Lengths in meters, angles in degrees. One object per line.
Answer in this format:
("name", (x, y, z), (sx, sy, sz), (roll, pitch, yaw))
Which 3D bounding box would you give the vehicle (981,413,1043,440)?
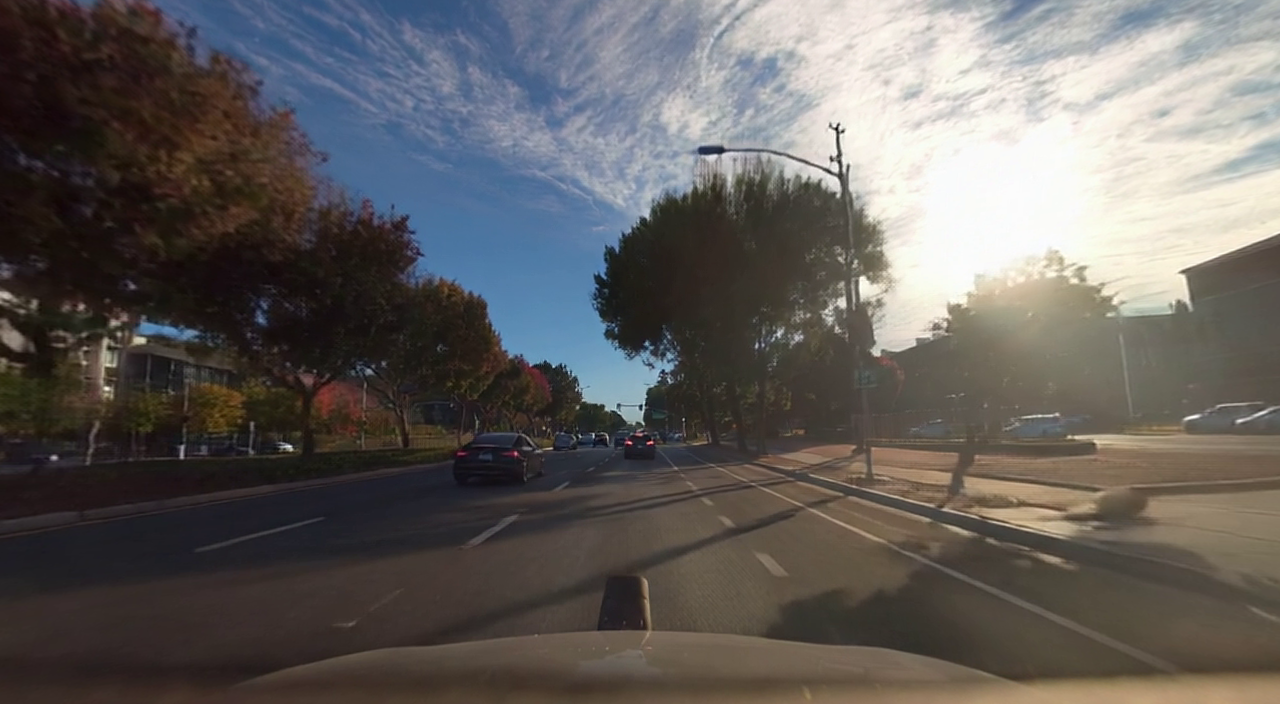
("vehicle", (21.967, 4.460, 37.434), (1.833, 1.471, 4.656), (-2, -8, 13))

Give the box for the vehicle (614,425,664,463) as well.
("vehicle", (-0.063, 4.377, 30.035), (2.199, 1.652, 4.101), (0, -8, 0))

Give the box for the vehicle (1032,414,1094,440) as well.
("vehicle", (24.464, 4.402, 36.616), (1.741, 1.416, 3.831), (-2, -8, 15))

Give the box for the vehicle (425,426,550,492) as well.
("vehicle", (-3.774, 2.741, 16.628), (1.942, 1.462, 4.905), (0, -8, 2))
